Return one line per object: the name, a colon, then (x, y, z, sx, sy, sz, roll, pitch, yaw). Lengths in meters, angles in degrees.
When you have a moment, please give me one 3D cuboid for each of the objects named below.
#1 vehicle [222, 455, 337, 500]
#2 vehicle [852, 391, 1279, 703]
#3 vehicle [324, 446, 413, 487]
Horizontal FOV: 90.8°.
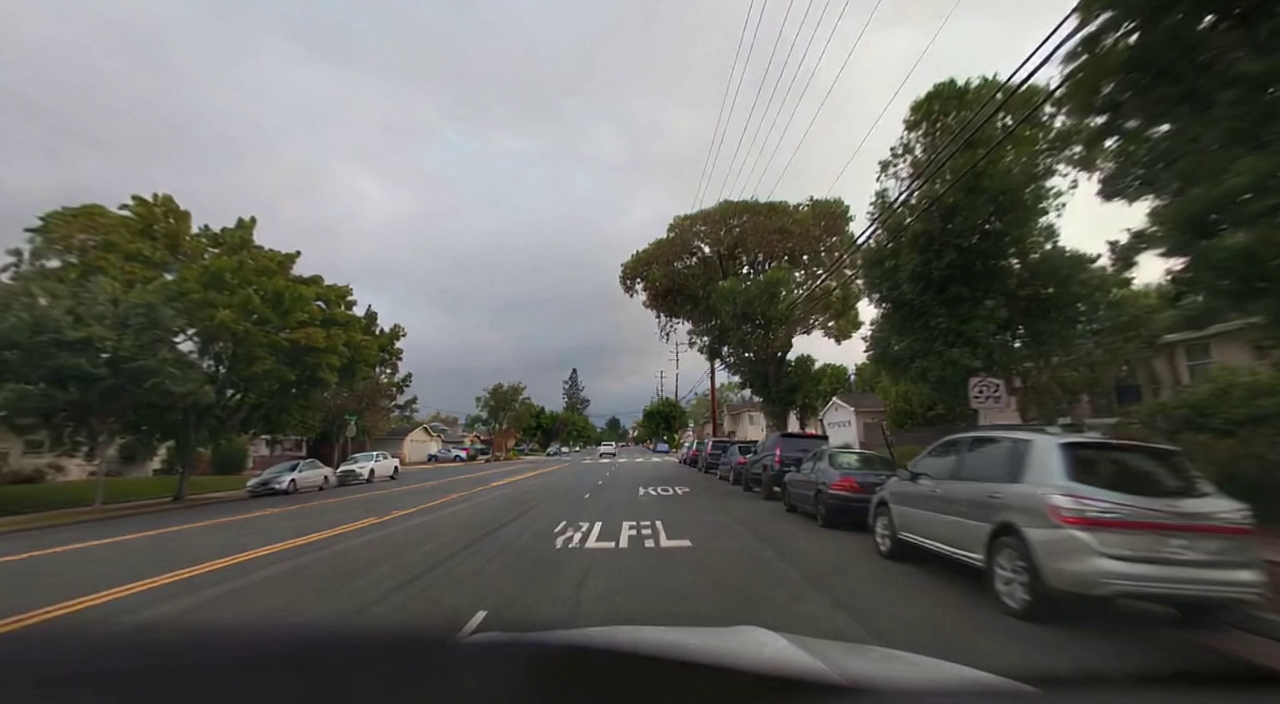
vehicle: (-13.668, 4.765, 24.307, 1.909, 1.496, 4.421, 0, -9, -2)
vehicle: (3.780, 1.421, 5.751, 1.843, 1.671, 5.138, 0, -9, -1)
vehicle: (-13.725, 5.806, 32.389, 2.229, 1.878, 5.540, 1, -9, -2)
